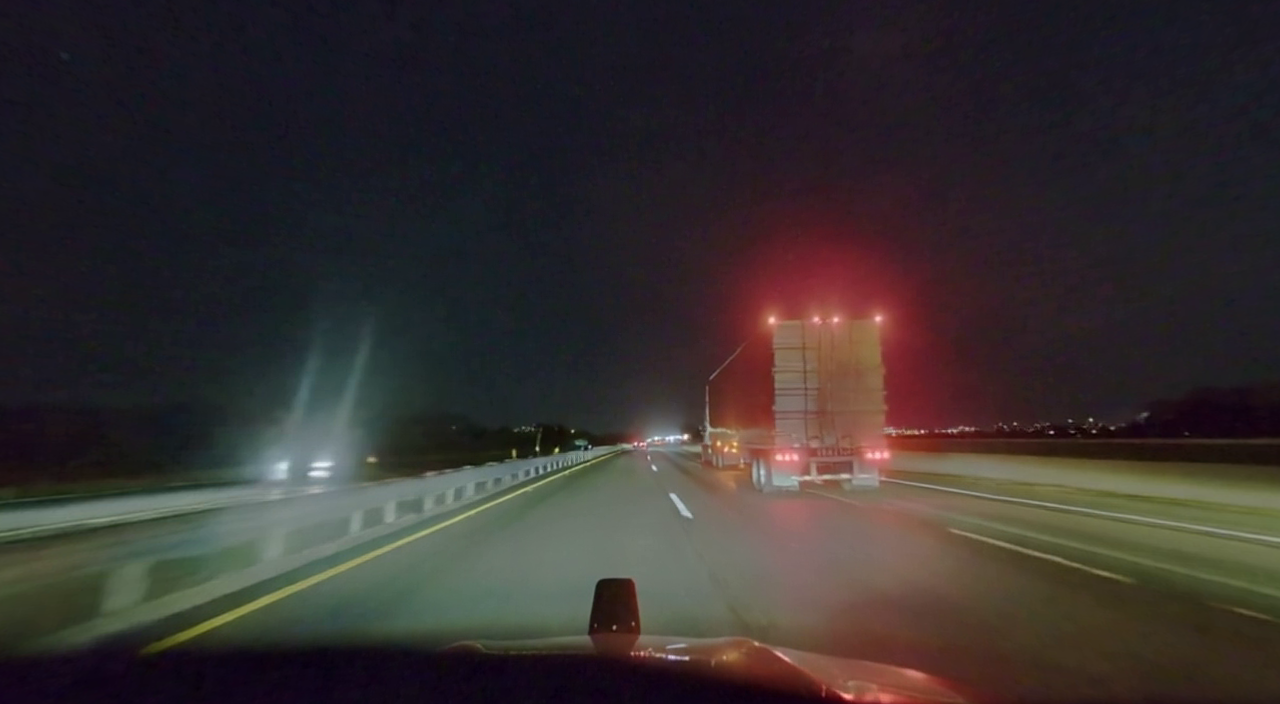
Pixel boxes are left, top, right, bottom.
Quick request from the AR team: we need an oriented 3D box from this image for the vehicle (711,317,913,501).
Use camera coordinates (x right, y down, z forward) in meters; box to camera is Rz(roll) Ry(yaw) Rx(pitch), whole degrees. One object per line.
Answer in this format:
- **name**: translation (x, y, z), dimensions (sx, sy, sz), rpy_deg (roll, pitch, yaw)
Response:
- **vehicle**: translation (4.536, 2.148, 20.693), dimensions (2.966, 4.072, 13.408), rpy_deg (0, -8, 1)

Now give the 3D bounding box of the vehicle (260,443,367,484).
- **vehicle**: translation (-13.158, 4.468, 25.794), dimensions (1.888, 1.474, 4.711), rpy_deg (0, -8, 0)
